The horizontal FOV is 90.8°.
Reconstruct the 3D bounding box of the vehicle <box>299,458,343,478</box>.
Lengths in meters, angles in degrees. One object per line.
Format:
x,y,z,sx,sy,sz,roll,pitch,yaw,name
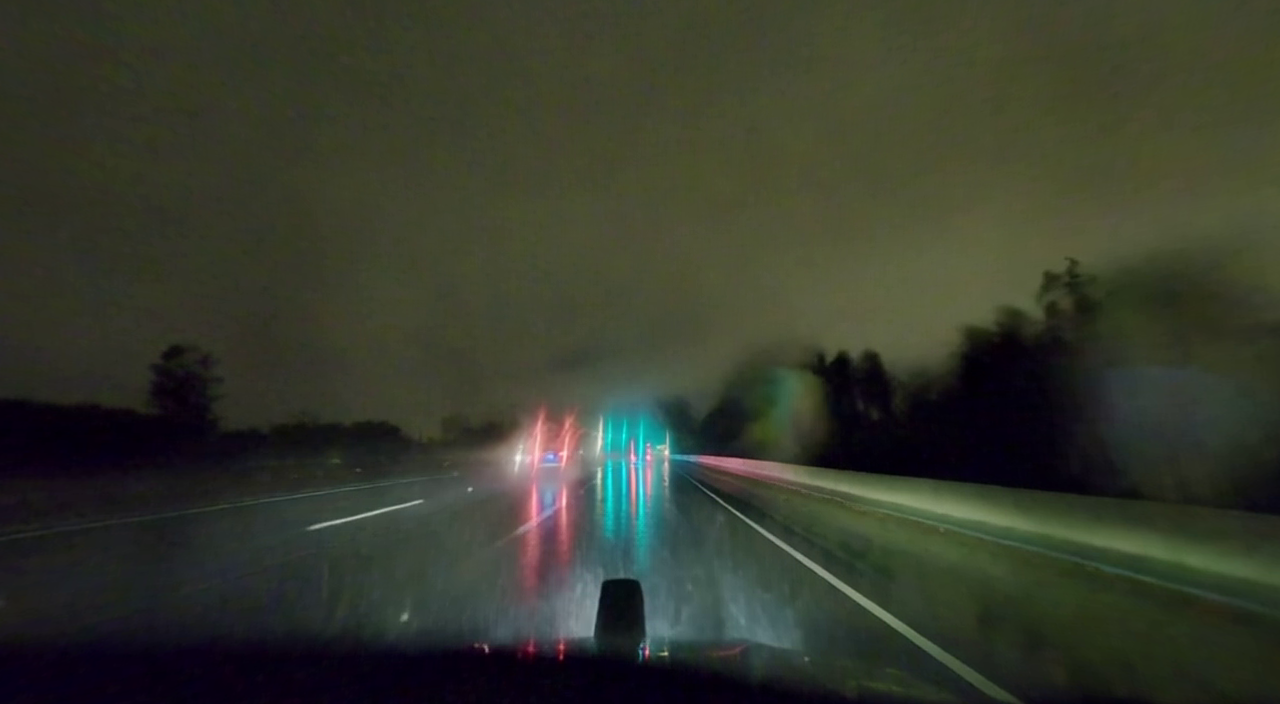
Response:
-24.600,8.968,48.783,1.615,1.391,3.636,0,-9,-3,vehicle

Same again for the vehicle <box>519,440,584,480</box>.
-4.124,5.137,30.300,2.272,1.759,5.058,0,-9,1,vehicle
